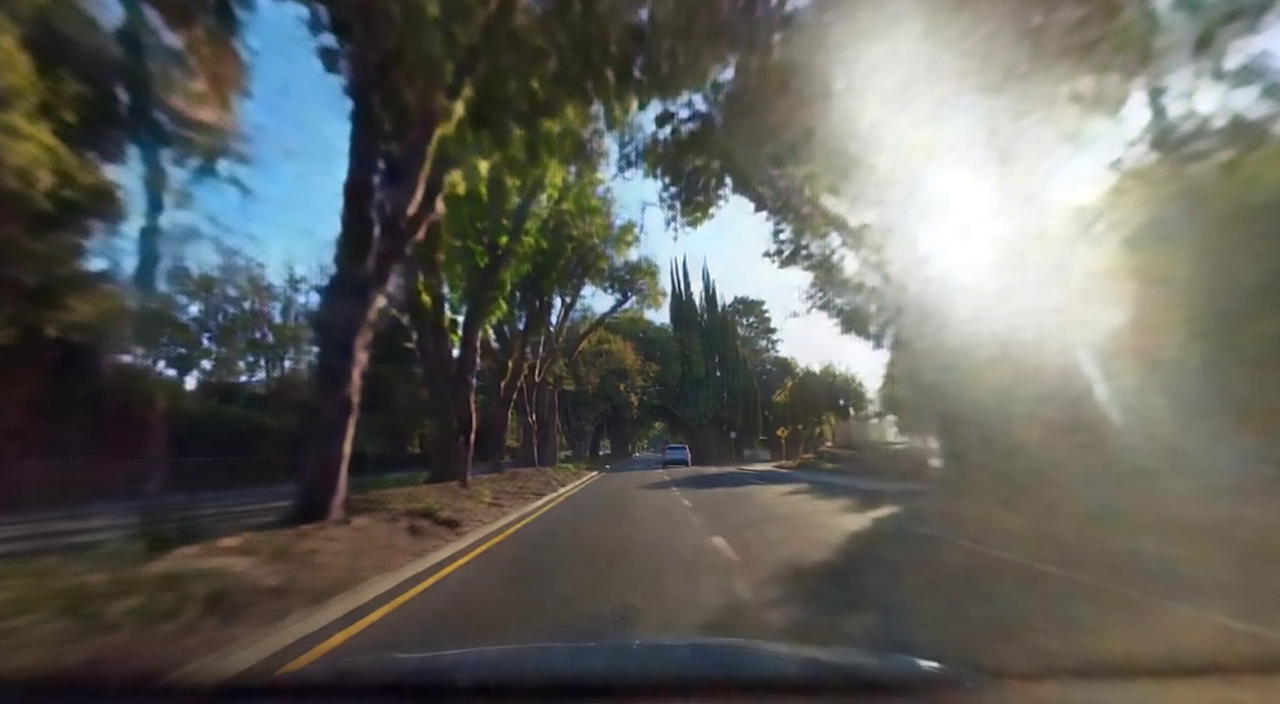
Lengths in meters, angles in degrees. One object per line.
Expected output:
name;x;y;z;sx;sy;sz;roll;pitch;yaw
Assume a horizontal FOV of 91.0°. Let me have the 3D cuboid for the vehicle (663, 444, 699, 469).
vehicle;2.629;6.835;41.280;2.044;1.537;4.528;0;-8;-1
